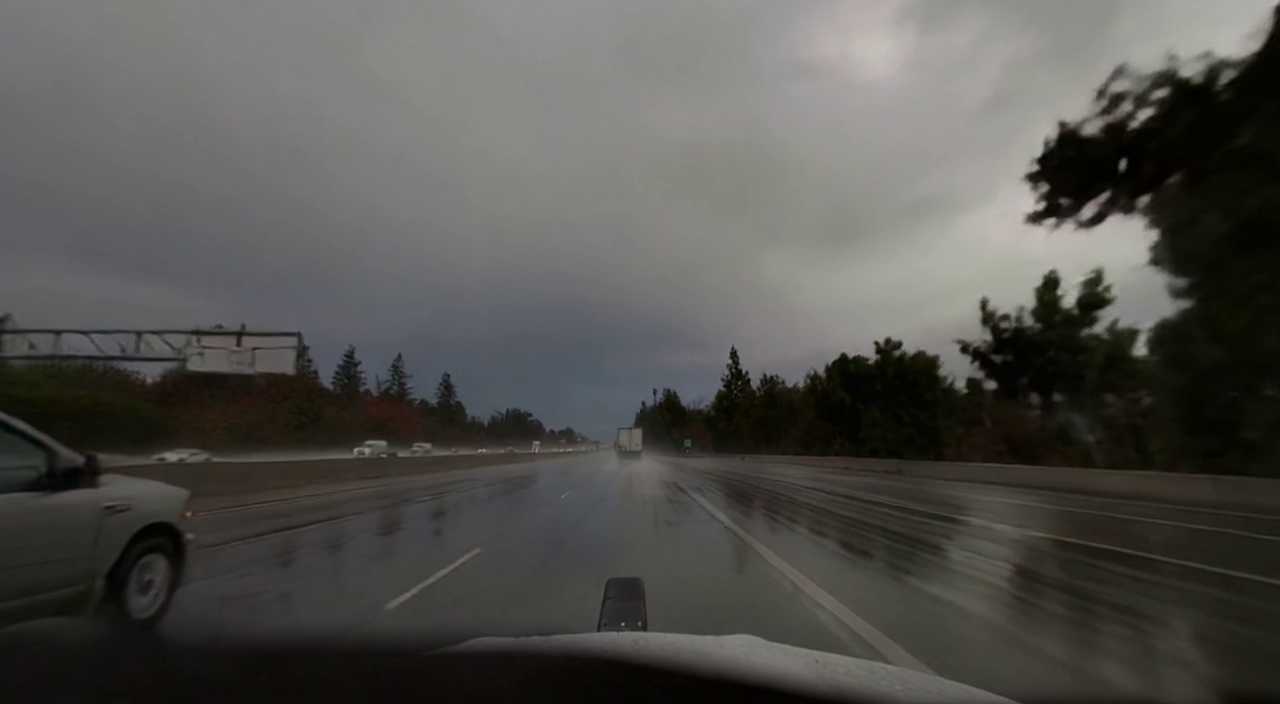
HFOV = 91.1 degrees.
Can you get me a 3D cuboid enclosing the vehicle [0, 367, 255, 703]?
[{"bbox_3d":[-4.203,0.842,2.288,2.316,1.731,5.126,0,-8,0],"label":"vehicle"}]
